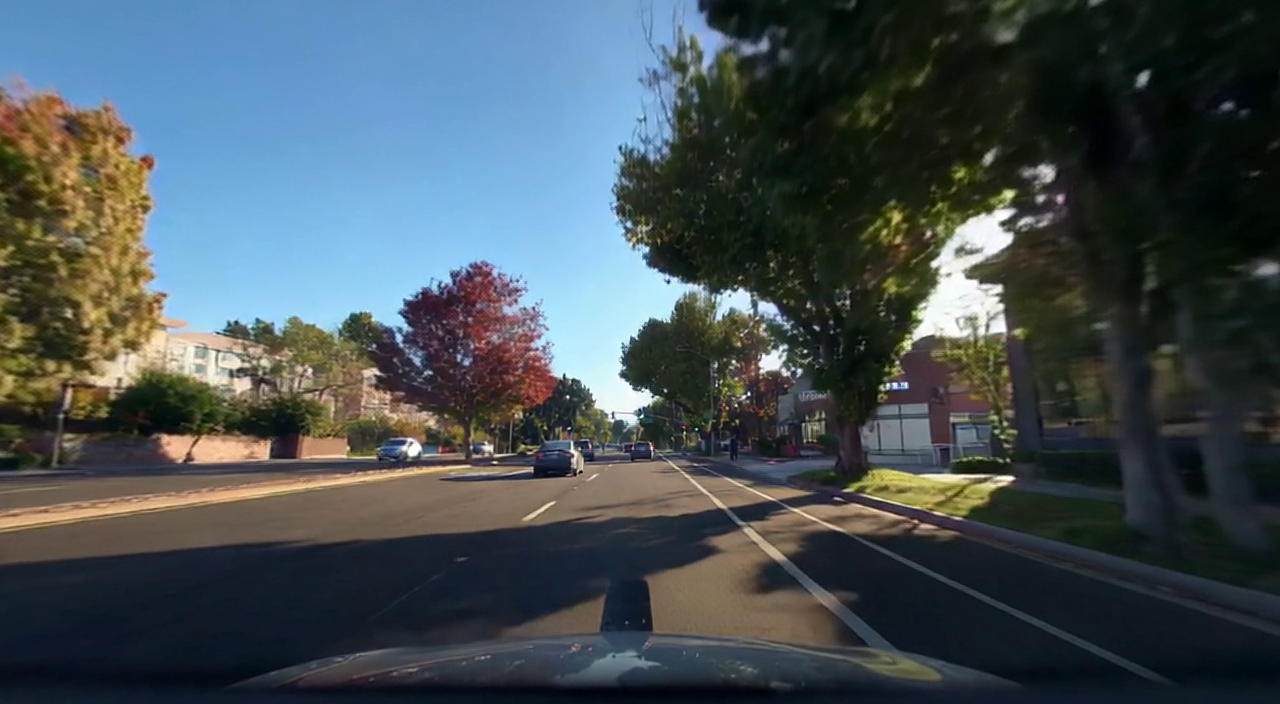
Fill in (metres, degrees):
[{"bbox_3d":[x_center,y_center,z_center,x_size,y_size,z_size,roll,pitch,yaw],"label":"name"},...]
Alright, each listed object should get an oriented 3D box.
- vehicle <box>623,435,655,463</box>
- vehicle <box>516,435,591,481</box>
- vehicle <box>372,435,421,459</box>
[{"bbox_3d":[-0.040,6.658,43.347,2.153,1.764,4.047,0,-8,1],"label":"vehicle"},{"bbox_3d":[-3.001,3.801,22.849,2.015,1.470,4.458,0,-8,1],"label":"vehicle"},{"bbox_3d":[-17.628,6.910,45.905,2.032,1.689,4.624,0,-8,-4],"label":"vehicle"}]
